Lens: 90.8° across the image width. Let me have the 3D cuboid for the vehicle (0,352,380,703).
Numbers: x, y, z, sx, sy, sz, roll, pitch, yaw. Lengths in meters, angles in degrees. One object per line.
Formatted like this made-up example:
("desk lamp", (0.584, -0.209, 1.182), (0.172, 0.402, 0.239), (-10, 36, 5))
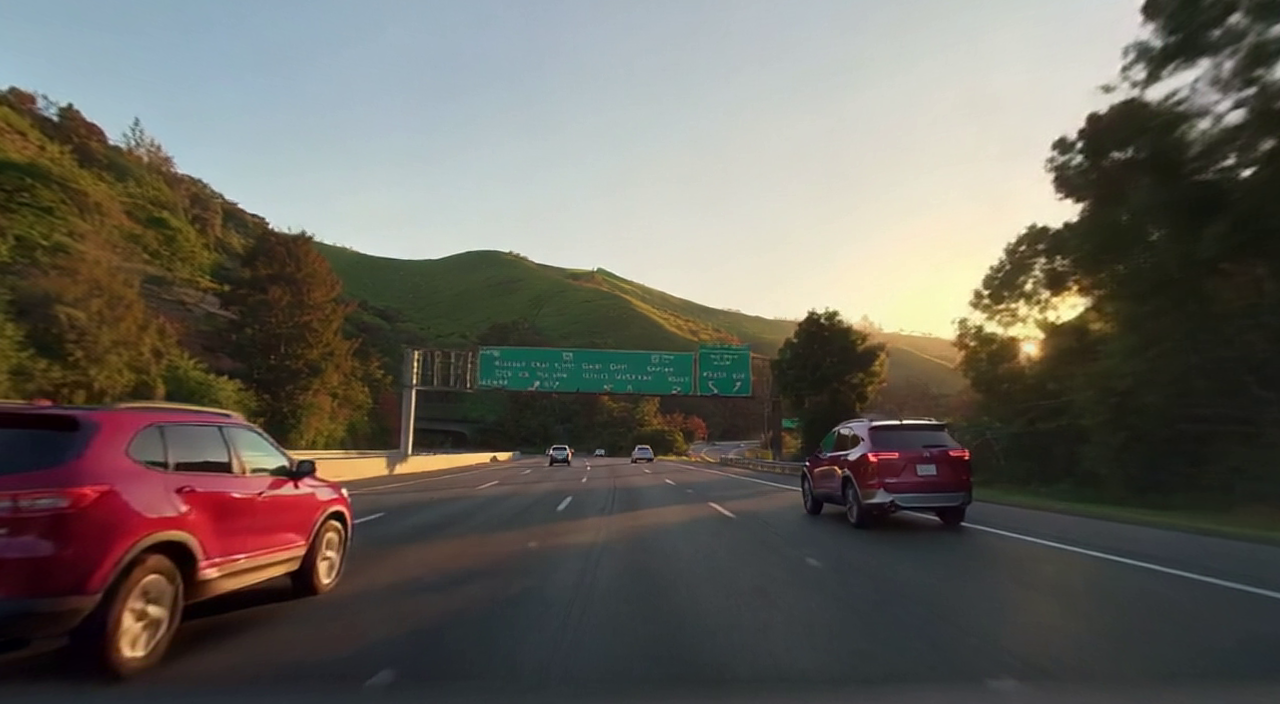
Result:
("vehicle", (-3.861, 1.142, 4.321), (2.213, 1.766, 4.598), (0, -9, -1))

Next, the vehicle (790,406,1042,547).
("vehicle", (4.342, 2.068, 11.086), (2.103, 1.903, 4.837), (0, -9, -2))
